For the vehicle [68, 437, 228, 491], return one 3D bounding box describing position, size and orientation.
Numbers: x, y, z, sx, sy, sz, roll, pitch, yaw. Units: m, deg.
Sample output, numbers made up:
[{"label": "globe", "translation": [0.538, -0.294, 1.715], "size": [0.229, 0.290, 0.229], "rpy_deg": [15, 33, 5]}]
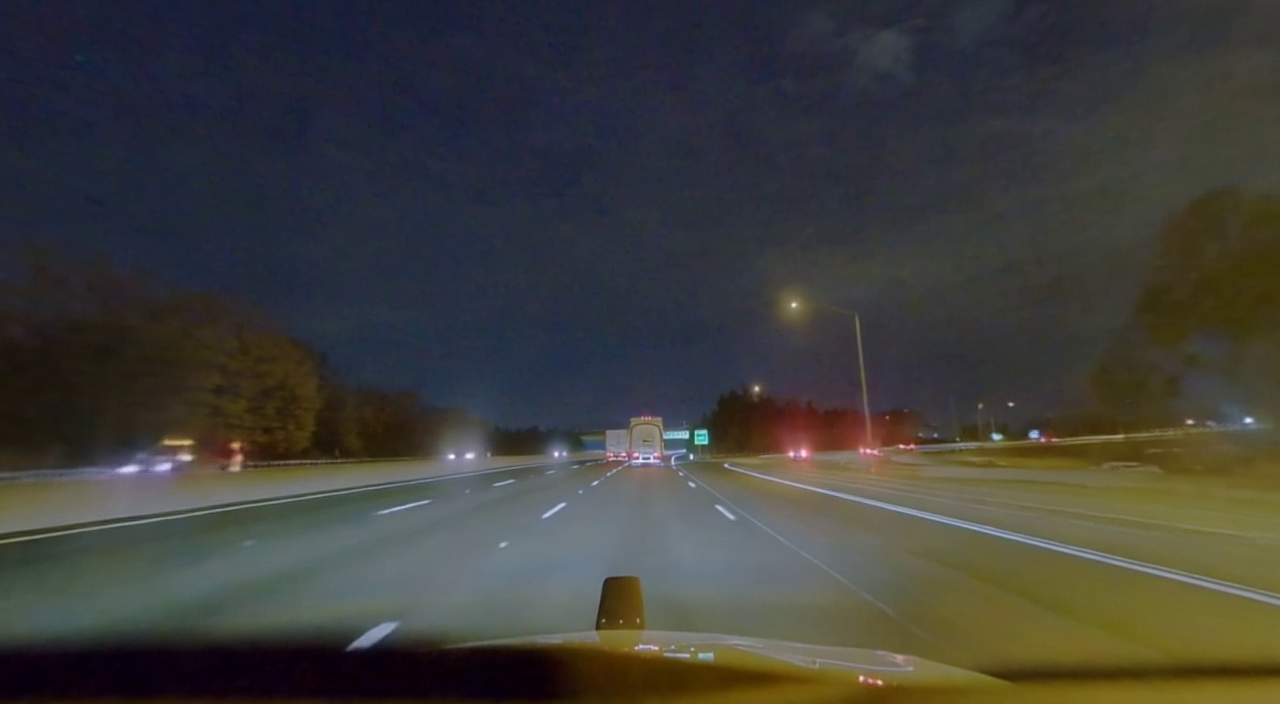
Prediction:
[{"label": "vehicle", "translation": [-22.833, 5.232, 29.779], "size": [2.376, 2.238, 6.235], "rpy_deg": [-1, -9, 1]}]
